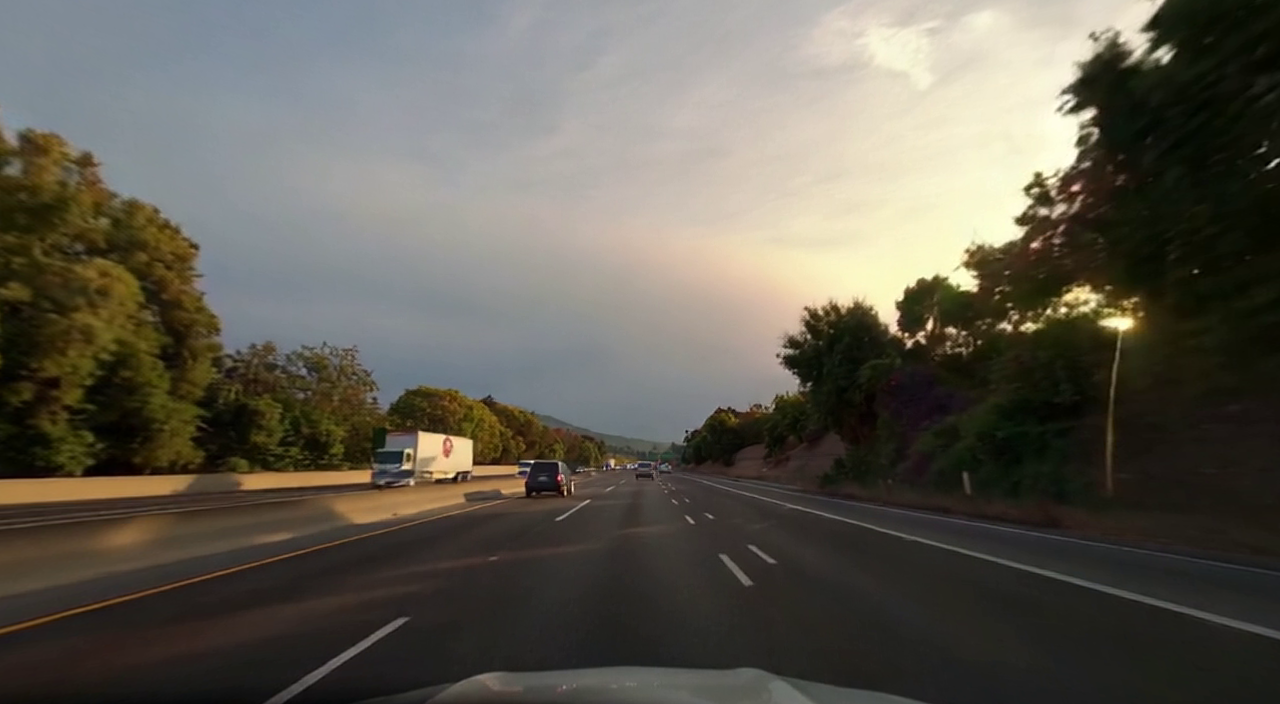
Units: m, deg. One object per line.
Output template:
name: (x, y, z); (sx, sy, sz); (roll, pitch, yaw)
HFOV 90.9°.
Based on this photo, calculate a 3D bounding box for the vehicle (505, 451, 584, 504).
vehicle: (-3.585, 4.892, 24.770); (2.233, 1.791, 4.981); (1, -10, 1)

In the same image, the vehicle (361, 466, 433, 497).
vehicle: (-12.537, 6.712, 32.849); (1.857, 1.441, 4.499); (1, -10, 2)

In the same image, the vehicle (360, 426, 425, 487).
vehicle: (-17.146, 7.273, 43.845); (3.185, 4.070, 2.550); (1, -10, 1)
